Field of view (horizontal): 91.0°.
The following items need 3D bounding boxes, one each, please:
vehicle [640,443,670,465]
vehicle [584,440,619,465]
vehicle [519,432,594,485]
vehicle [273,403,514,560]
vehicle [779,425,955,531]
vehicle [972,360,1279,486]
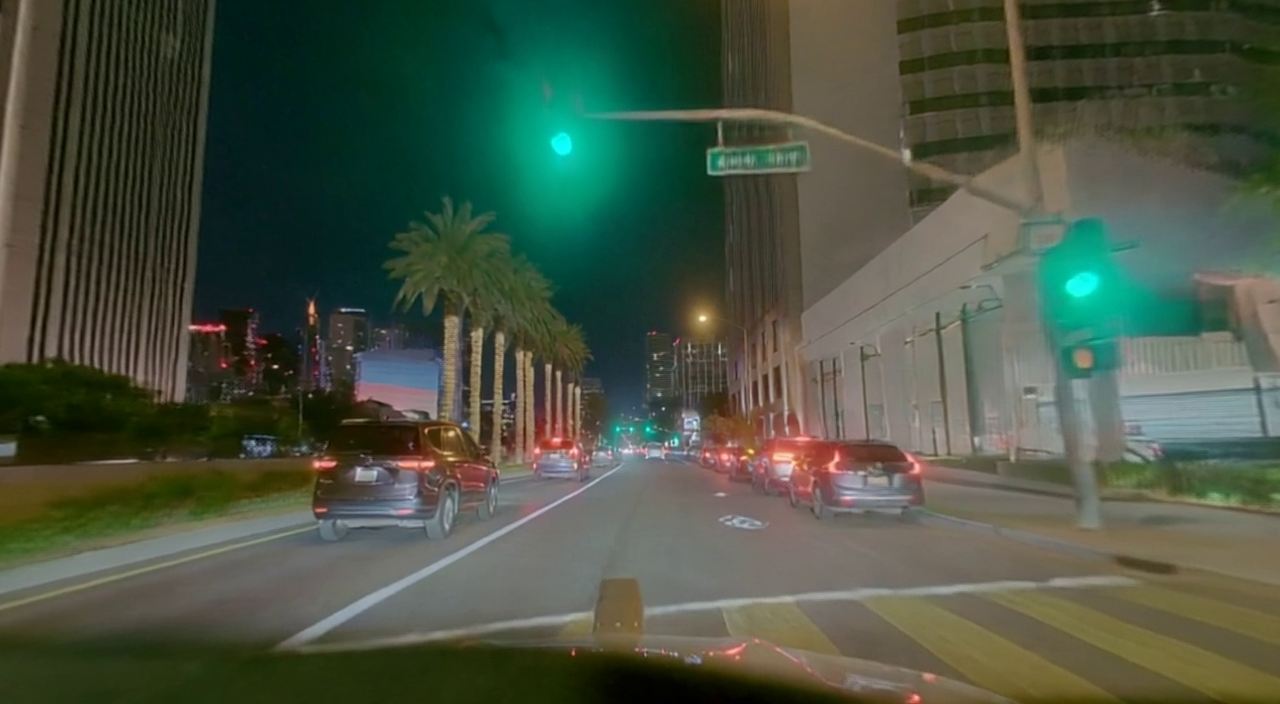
[{"bbox_3d":[1.032,7.152,44.261,2.036,1.461,3.890,0,-9,0],"label":"vehicle"},{"bbox_3d":[-2.592,6.868,43.170,1.955,1.637,4.243,0,-9,2],"label":"vehicle"},{"bbox_3d":[-2.947,3.900,23.242,2.014,1.740,4.392,0,-9,2],"label":"vehicle"},{"bbox_3d":[-3.280,1.811,9.439,1.800,1.797,4.224,0,-9,1],"label":"vehicle"},{"bbox_3d":[4.348,2.477,13.020,1.965,1.735,4.835,0,-9,2],"label":"vehicle"},{"bbox_3d":[16.719,2.347,19.883,10.428,3.452,2.869,-7,-11,37],"label":"vehicle"}]
